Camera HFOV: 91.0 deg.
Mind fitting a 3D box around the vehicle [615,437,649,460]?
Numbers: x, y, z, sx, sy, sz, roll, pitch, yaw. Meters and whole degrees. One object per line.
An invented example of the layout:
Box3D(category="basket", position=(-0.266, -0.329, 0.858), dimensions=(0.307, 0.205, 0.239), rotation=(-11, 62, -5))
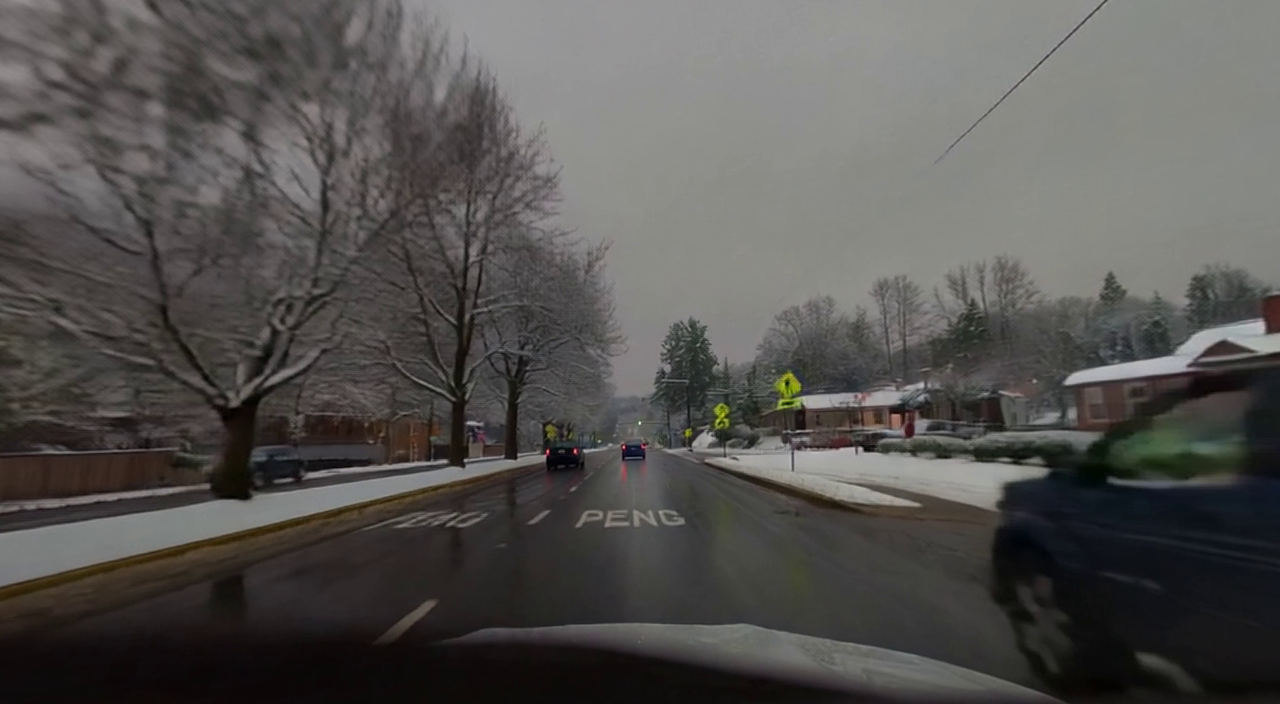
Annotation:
Box3D(category="vehicle", position=(-0.525, 6.418, 41.922), dimensions=(2.187, 1.478, 4.138), rotation=(0, -8, -1))

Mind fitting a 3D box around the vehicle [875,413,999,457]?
Box3D(category="vehicle", position=(12.569, 3.509, 26.731), dimensions=(4.442, 1.752, 2.008), rotation=(2, -8, -16))

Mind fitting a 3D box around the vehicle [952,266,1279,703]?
Box3D(category="vehicle", position=(3.168, 0.562, 1.237), dimensions=(2.188, 1.887, 5.532), rotation=(0, -8, -1))

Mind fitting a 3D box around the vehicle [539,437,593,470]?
Box3D(category="vehicle", position=(-3.472, 4.877, 30.491), dimensions=(2.083, 1.460, 4.527), rotation=(0, -8, 0))

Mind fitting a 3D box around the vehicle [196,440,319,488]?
Box3D(category="vehicle", position=(-15.730, 4.602, 26.272), dimensions=(2.074, 1.769, 4.704), rotation=(0, -8, 1))
